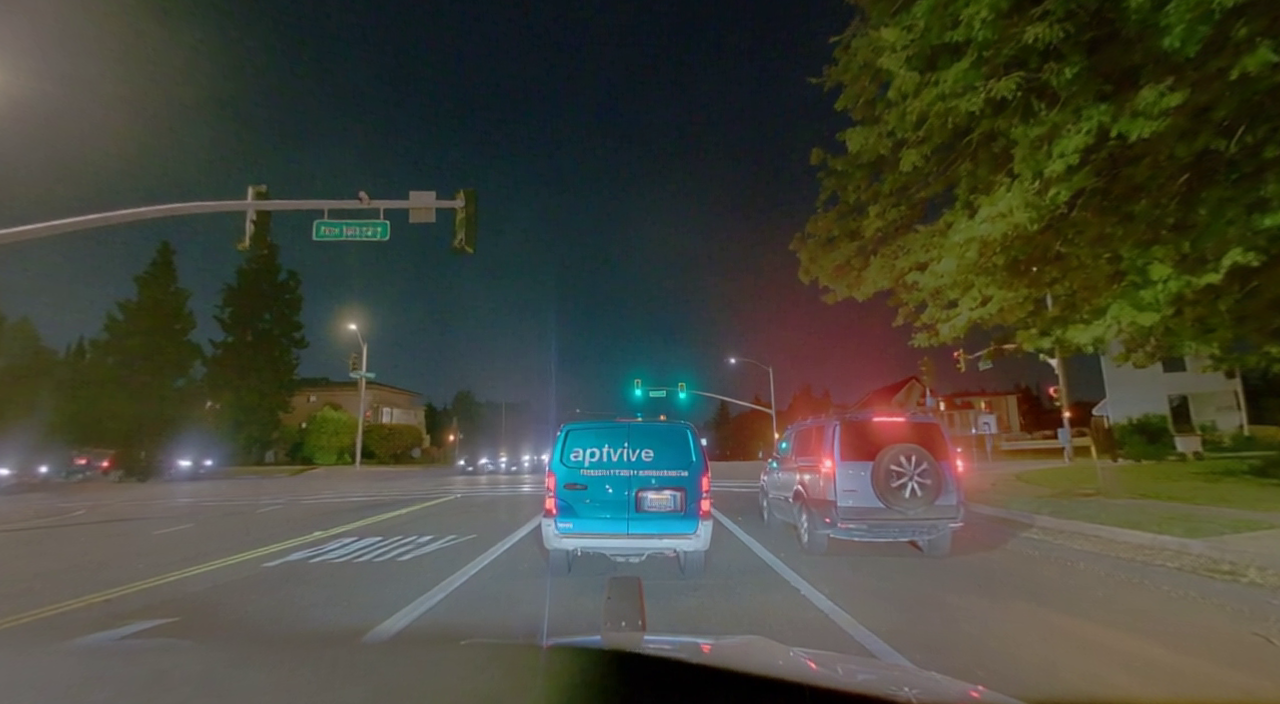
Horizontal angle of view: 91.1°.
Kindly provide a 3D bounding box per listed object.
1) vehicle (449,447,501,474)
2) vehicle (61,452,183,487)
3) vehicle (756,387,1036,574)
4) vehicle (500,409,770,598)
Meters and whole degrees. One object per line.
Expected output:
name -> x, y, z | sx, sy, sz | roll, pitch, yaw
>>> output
vehicle -> -10.015, 6.587, 38.407 | 1.881, 1.515, 4.262 | 0, -9, 2
vehicle -> -25.256, 5.723, 30.753 | 4.073, 1.603, 1.920 | 1, -9, -8
vehicle -> 3.048, 1.648, 8.699 | 2.059, 1.924, 4.257 | 0, -9, 0
vehicle -> -0.038, 1.639, 7.675 | 2.321, 1.624, 4.367 | 0, -9, 0
